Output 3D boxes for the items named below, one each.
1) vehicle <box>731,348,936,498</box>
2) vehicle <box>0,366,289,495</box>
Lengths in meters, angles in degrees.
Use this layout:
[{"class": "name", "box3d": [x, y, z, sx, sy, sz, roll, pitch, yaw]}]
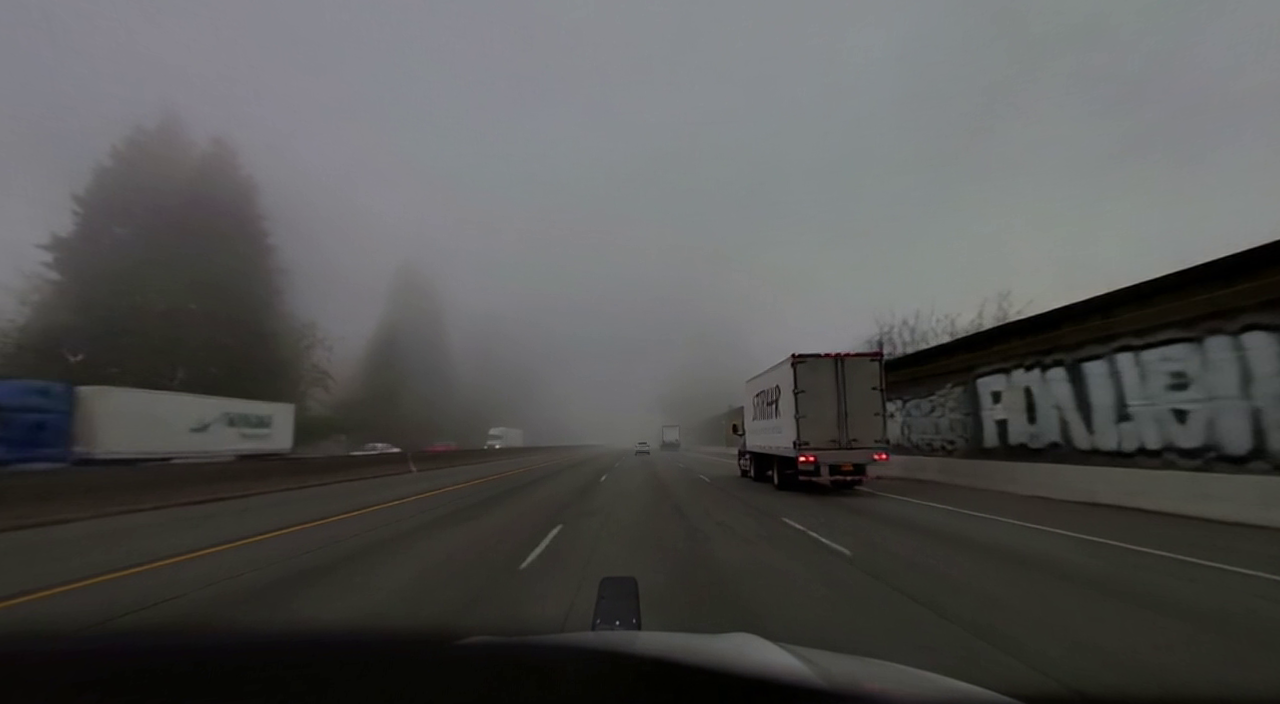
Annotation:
[{"class": "vehicle", "box3d": [5.245, 2.363, 19.960, 2.949, 3.470, 10.539, 0, -8, -1]}, {"class": "vehicle", "box3d": [-20.756, 3.387, 26.153, 2.963, 3.836, 16.669, 0, -8, 0]}]
